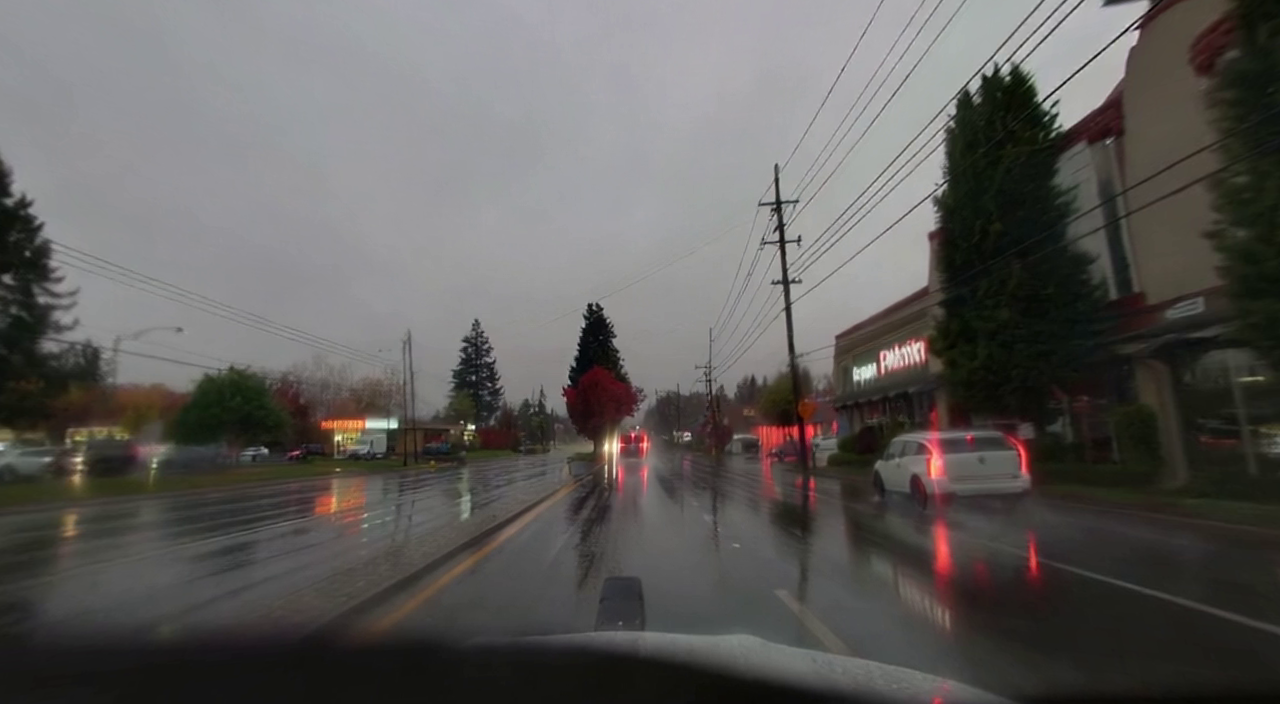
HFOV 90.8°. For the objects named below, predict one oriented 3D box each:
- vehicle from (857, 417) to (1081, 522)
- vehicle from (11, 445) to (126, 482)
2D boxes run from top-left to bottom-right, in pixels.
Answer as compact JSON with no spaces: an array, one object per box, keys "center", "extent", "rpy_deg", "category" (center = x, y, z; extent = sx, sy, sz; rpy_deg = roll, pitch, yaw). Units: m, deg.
[{"center":[6.206,2.262,12.678],"extent":[1.995,1.705,4.434],"rpy_deg":[0,-8,-1],"category":"vehicle"},{"center":[-30.824,5.991,34.341],"extent":[1.979,1.855,5.380],"rpy_deg":[1,-9,-11],"category":"vehicle"}]
